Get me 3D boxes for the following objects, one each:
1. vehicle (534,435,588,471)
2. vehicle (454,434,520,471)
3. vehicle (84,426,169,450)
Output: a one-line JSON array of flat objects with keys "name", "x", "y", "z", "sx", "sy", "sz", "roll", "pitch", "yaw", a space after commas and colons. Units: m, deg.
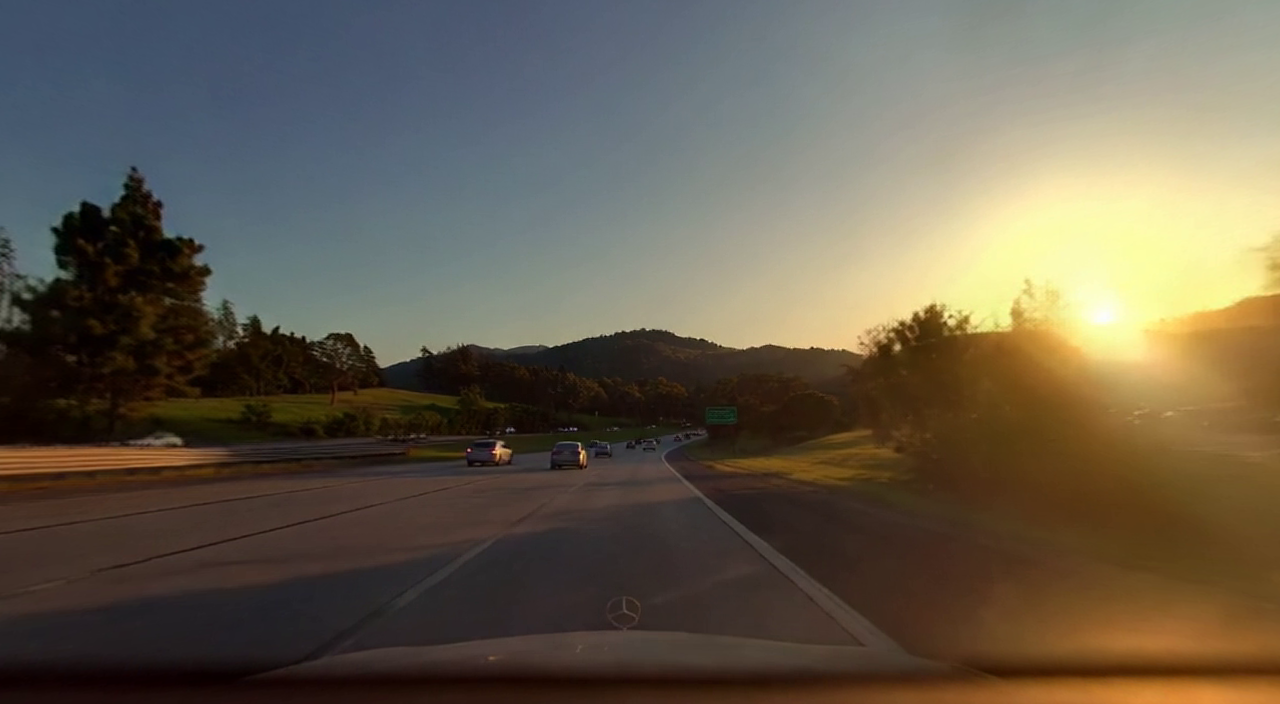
[{"name": "vehicle", "x": -3.932, "y": 5.116, "z": 31.936, "sx": 2.035, "sy": 1.673, "sz": 4.469, "roll": 0, "pitch": -9, "yaw": 2}, {"name": "vehicle", "x": -7.604, "y": 5.062, "z": 31.828, "sx": 2.108, "sy": 1.686, "sz": 4.556, "roll": 0, "pitch": -9, "yaw": 1}, {"name": "vehicle", "x": -33.558, "y": 5.694, "z": 41.313, "sx": 1.827, "sy": 1.487, "sz": 4.306, "roll": 0, "pitch": -9, "yaw": 1}]
